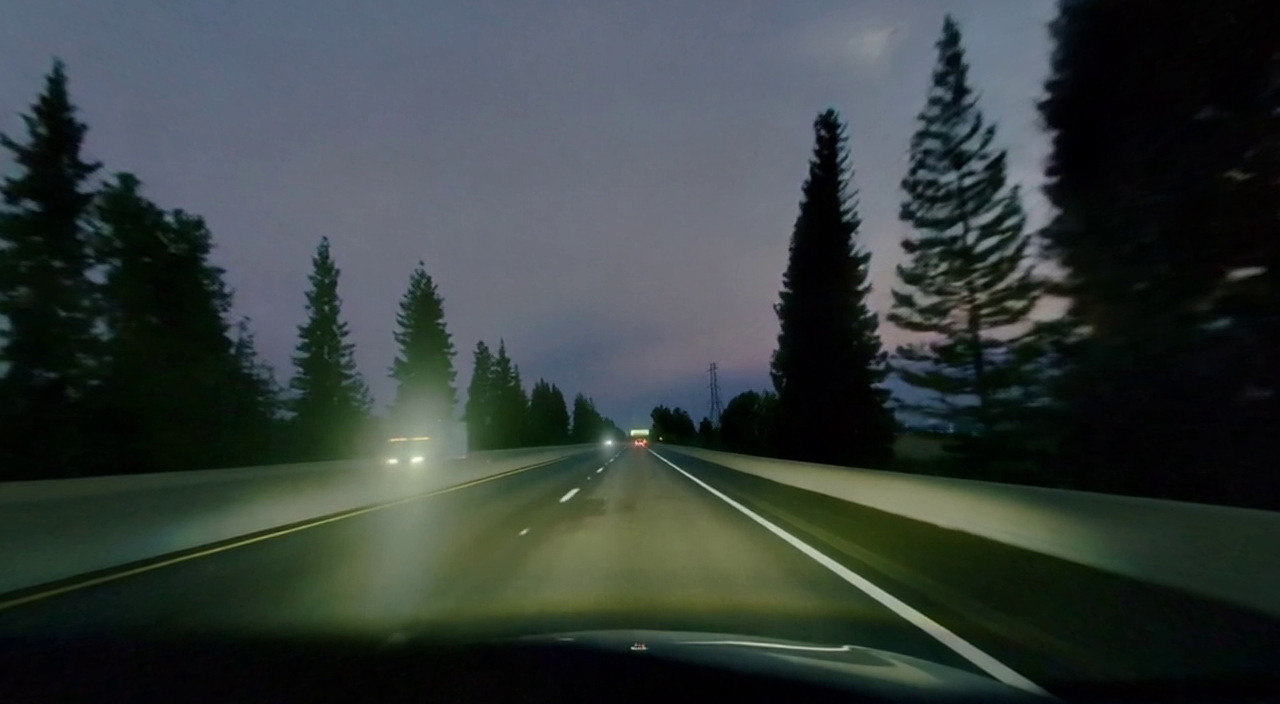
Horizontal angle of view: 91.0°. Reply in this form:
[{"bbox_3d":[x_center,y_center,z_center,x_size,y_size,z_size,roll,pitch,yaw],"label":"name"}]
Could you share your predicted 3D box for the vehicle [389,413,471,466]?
[{"bbox_3d":[-15.014,6.405,45.865,2.906,3.478,8.700,0,-8,0],"label":"vehicle"}]
